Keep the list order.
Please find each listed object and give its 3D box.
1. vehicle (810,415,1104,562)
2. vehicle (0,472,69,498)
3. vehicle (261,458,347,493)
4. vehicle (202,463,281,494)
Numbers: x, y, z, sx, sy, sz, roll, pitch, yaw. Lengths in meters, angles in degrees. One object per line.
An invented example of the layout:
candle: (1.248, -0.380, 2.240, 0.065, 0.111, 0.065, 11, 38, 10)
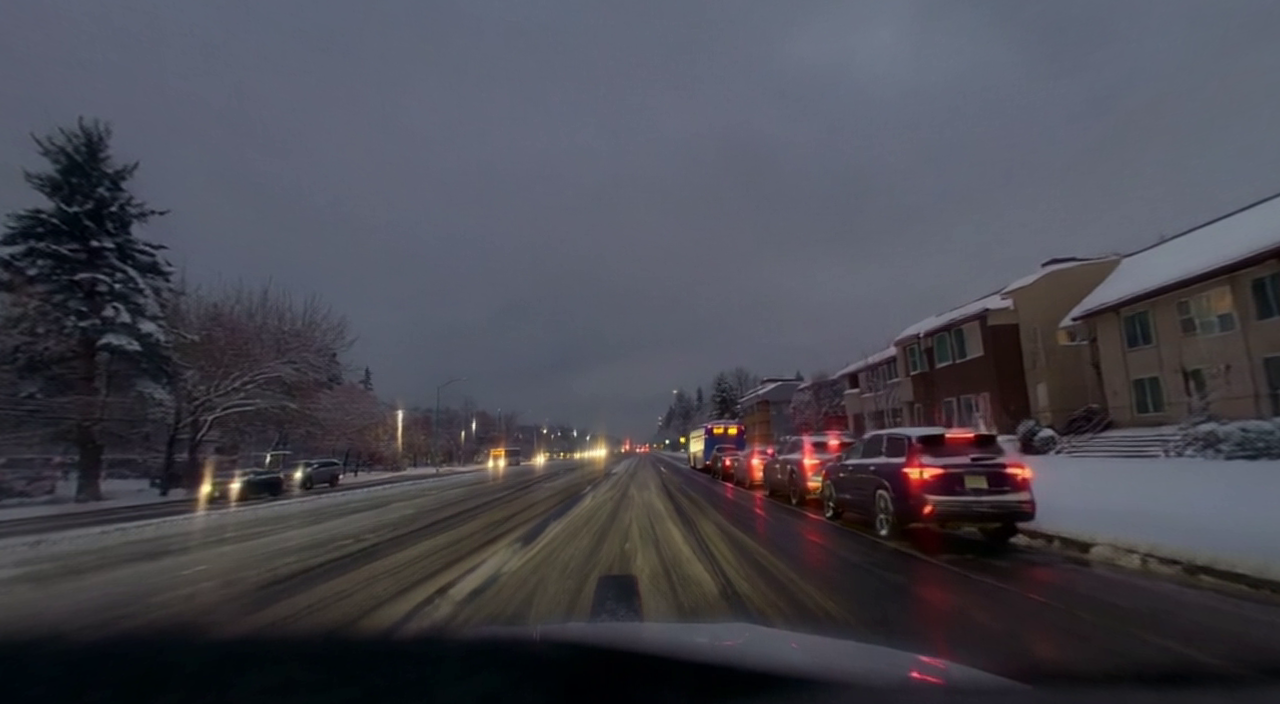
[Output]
vehicle: (4.447, 1.998, 10.009, 2.094, 1.731, 4.763, 0, -9, -1)
vehicle: (-41.535, 8.875, 42.178, 4.609, 1.553, 2.129, 0, -9, -1)
vehicle: (-19.567, 7.183, 37.075, 2.166, 1.804, 4.897, -1, -9, 3)
vehicle: (-28.977, 9.180, 46.043, 4.426, 1.782, 2.056, -4, -8, 1)
